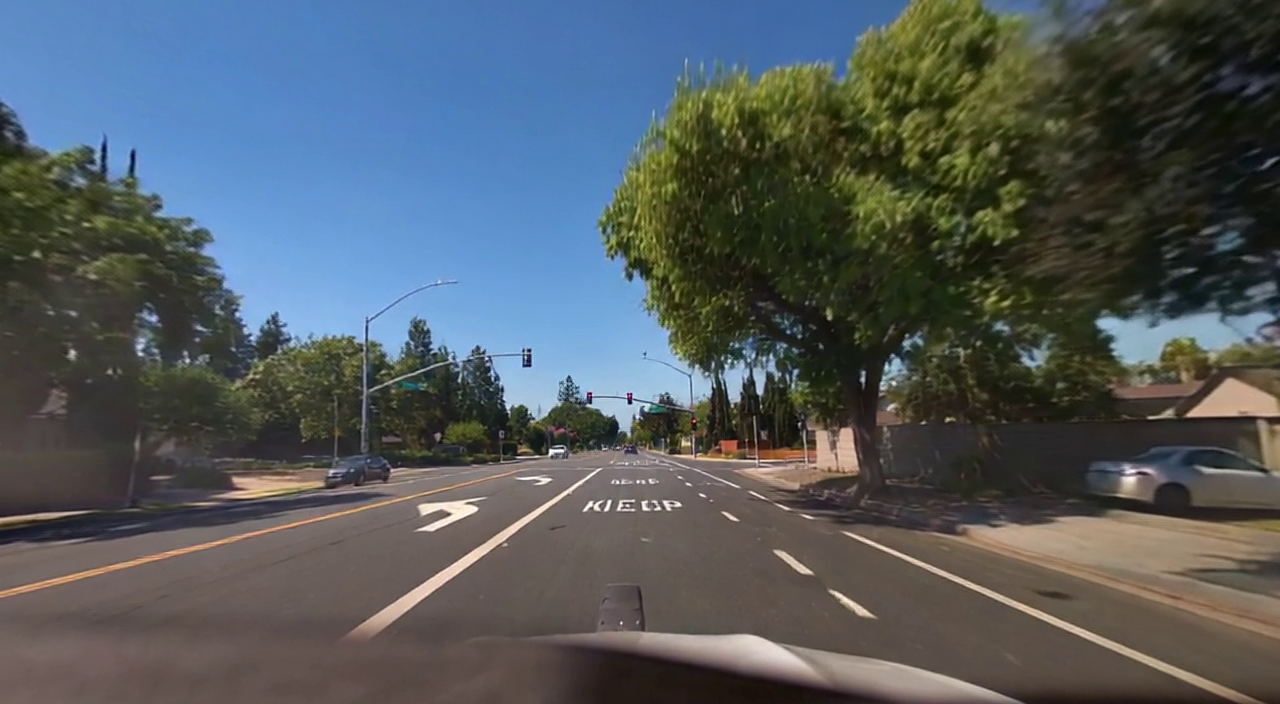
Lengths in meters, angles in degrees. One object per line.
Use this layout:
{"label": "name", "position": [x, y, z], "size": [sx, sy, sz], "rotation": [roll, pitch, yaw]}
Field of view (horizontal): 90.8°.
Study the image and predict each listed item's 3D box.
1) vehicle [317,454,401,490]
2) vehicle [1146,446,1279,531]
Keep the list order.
{"label": "vehicle", "position": [-12.912, 5.505, 29.350], "size": [1.851, 1.482, 4.443], "rotation": [0, -9, 0]}
{"label": "vehicle", "position": [12.437, 2.428, 11.563], "size": [4.539, 1.404, 2.008], "rotation": [-1, -9, 2]}
